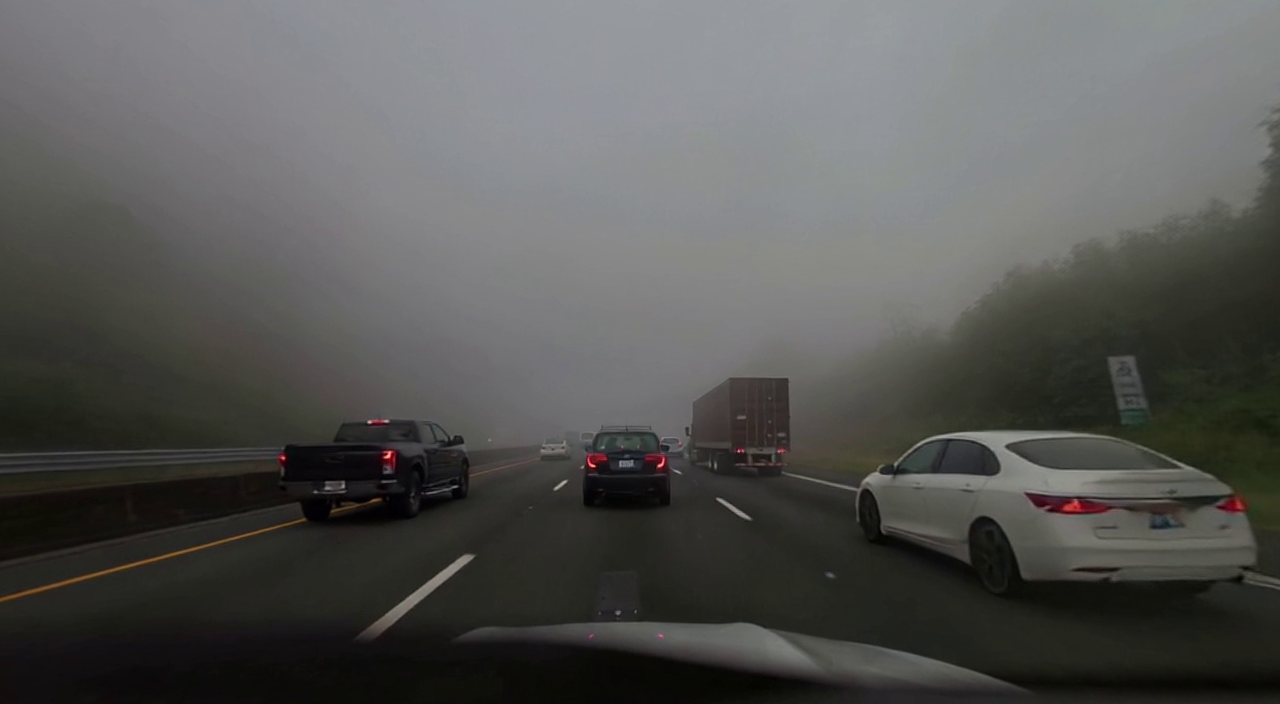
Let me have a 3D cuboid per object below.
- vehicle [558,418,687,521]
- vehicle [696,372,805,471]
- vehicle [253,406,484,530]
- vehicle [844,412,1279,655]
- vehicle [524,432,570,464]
[{"bbox_3d":[-0.326,2.163,12.159,2.083,1.647,3.799,0,-8,-1],"label":"vehicle"},{"bbox_3d":[5.279,3.869,33.648,2.888,4.135,14.071,0,-8,-2],"label":"vehicle"},{"bbox_3d":[-4.466,1.978,11.412,2.101,1.767,4.702,0,-8,0],"label":"vehicle"},{"bbox_3d":[3.598,1.386,5.926,1.951,1.477,3.963,0,-8,-1],"label":"vehicle"},{"bbox_3d":[-5.086,5.304,34.891,1.971,1.648,3.983,0,-8,-1],"label":"vehicle"}]
